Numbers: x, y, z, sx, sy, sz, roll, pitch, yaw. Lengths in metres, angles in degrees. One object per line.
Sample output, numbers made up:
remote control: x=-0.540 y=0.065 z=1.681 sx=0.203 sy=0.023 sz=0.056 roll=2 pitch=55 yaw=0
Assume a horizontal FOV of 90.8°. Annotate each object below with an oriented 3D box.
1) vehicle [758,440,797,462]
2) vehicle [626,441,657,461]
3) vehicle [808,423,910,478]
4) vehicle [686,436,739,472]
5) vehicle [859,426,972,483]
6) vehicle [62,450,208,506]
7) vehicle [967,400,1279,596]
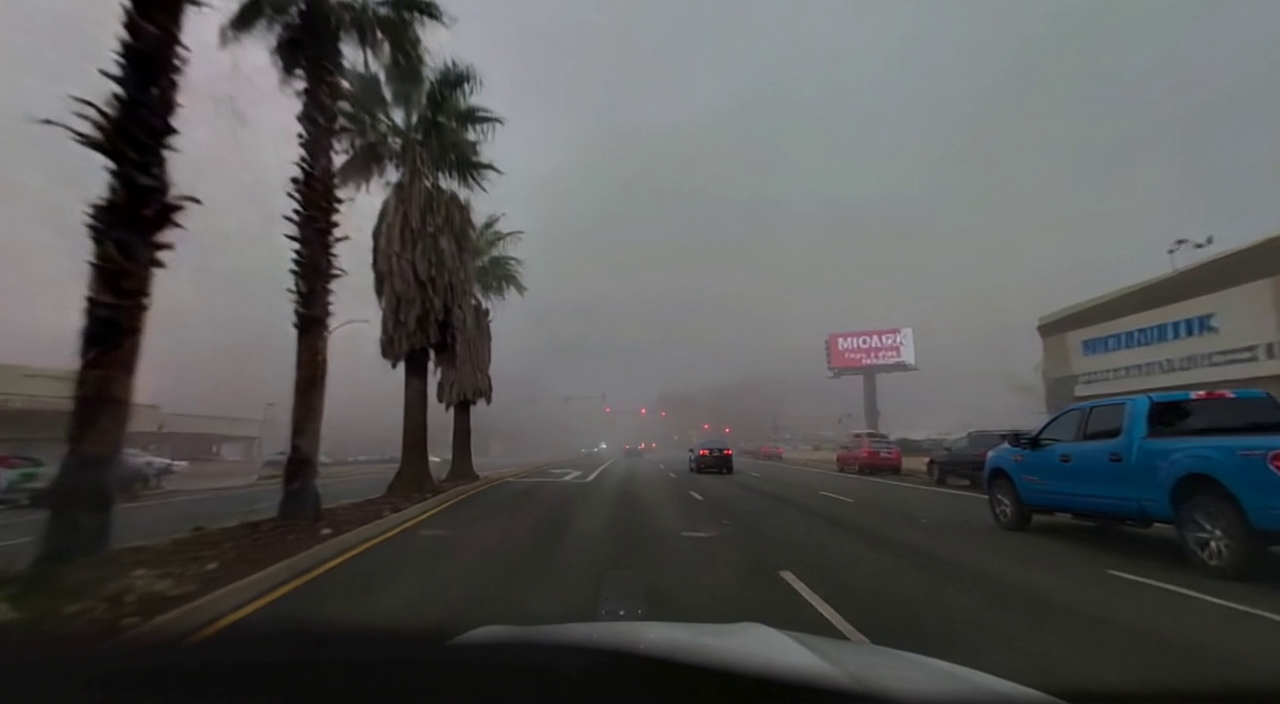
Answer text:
vehicle: x=10.505 y=7.587 z=48.630 sx=1.965 sy=1.573 sz=4.308 roll=0 pitch=-8 yaw=-1
vehicle: x=0.115 y=7.657 z=49.138 sx=2.258 sy=1.468 sz=4.076 roll=0 pitch=-8 yaw=0
vehicle: x=10.269 y=4.686 z=30.420 sx=2.555 sy=2.184 sz=6.973 roll=4 pitch=-8 yaw=1
vehicle: x=3.293 y=4.769 z=29.607 sx=1.889 sy=1.541 sz=4.303 roll=0 pitch=-8 yaw=-1
vehicle: x=10.352 y=3.890 z=24.273 sx=1.963 sy=1.917 sz=5.116 roll=0 pitch=-8 yaw=0
vehicle: x=-18.921 y=4.692 z=23.989 sx=1.913 sy=1.679 sz=4.543 roll=-6 pitch=-8 yaw=-1
vehicle: x=6.361 y=1.528 z=7.410 sx=2.140 sy=1.606 sz=5.437 roll=0 pitch=-8 yaw=0
